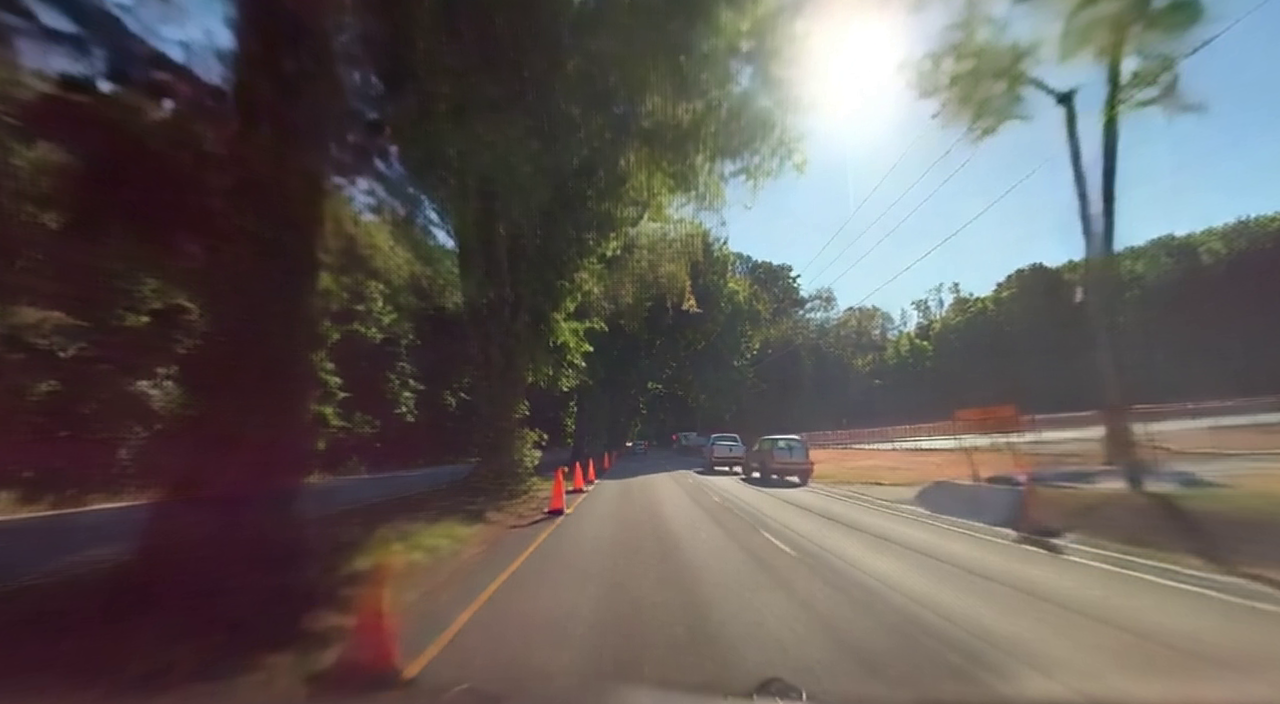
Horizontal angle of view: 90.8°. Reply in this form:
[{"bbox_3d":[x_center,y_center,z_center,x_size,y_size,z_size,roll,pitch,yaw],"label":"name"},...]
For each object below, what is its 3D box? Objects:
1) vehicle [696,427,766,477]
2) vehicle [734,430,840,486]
[{"bbox_3d":[4.685,5.439,33.704,2.694,2.177,6.177,1,-13,-1],"label":"vehicle"},{"bbox_3d":[5.722,4.241,25.697,2.294,1.949,6.246,0,-8,-5],"label":"vehicle"}]
